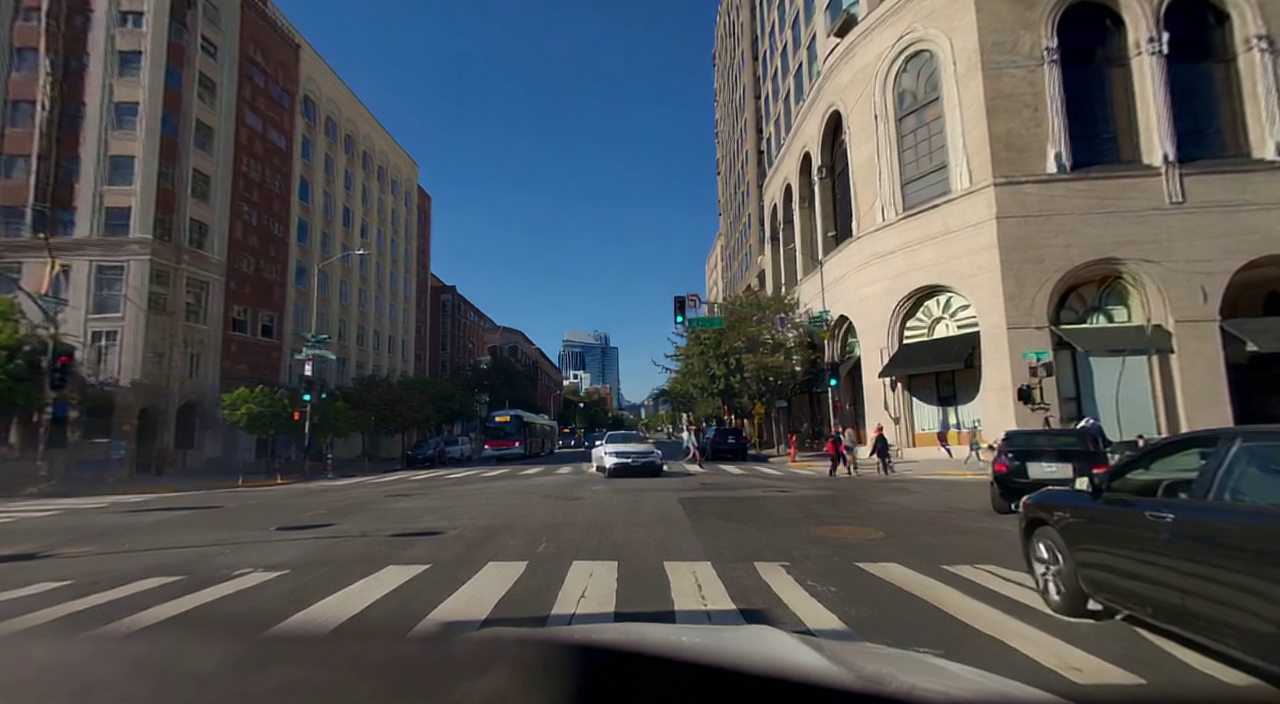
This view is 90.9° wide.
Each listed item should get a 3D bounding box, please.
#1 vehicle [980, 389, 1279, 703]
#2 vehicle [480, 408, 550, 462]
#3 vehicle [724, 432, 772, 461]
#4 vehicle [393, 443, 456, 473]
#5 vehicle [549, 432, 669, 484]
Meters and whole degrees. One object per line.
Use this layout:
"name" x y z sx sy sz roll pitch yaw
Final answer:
"vehicle" 4.121 1.116 4.148 2.006 1.495 4.271 -2 -8 10
"vehicle" -8.728 6.058 45.411 2.916 3.427 10.189 0 -8 0
"vehicle" 6.230 5.502 36.824 1.926 1.574 3.961 0 -8 -2
"vehicle" -11.952 5.883 35.272 1.998 1.505 4.405 0 -8 0
"vehicle" -1.246 3.488 21.387 2.050 1.465 5.388 2 -8 -27
